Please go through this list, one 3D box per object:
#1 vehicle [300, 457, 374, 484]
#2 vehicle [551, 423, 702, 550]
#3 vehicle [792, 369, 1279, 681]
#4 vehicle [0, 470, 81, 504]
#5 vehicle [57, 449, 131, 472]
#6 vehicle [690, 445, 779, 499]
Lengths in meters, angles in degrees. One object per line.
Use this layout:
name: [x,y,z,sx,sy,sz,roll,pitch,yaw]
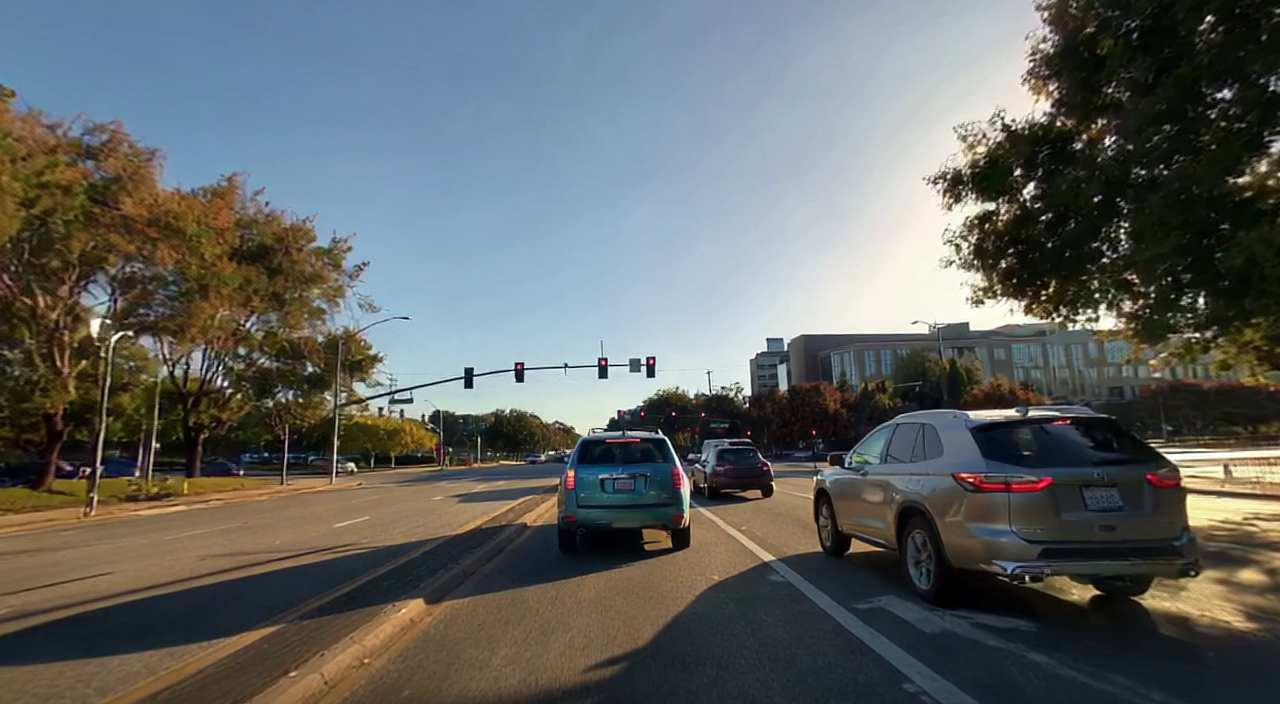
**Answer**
vehicle: [-23.433,9.119,48.915,4.905,1.949,2.354,-3,-9,21]
vehicle: [-0.235,2.128,10.661,2.039,1.698,4.144,0,-9,-2]
vehicle: [3.148,1.321,5.937,2.228,1.798,4.370,0,-9,-1]
vehicle: [-29.297,6.352,29.884,3.771,1.464,1.670,2,-9,-11]
vehicle: [-40.176,7.948,46.632,1.742,1.526,4.004,-1,-7,4]
vehicle: [2.804,3.647,19.705,1.900,1.459,4.260,0,-9,-3]
